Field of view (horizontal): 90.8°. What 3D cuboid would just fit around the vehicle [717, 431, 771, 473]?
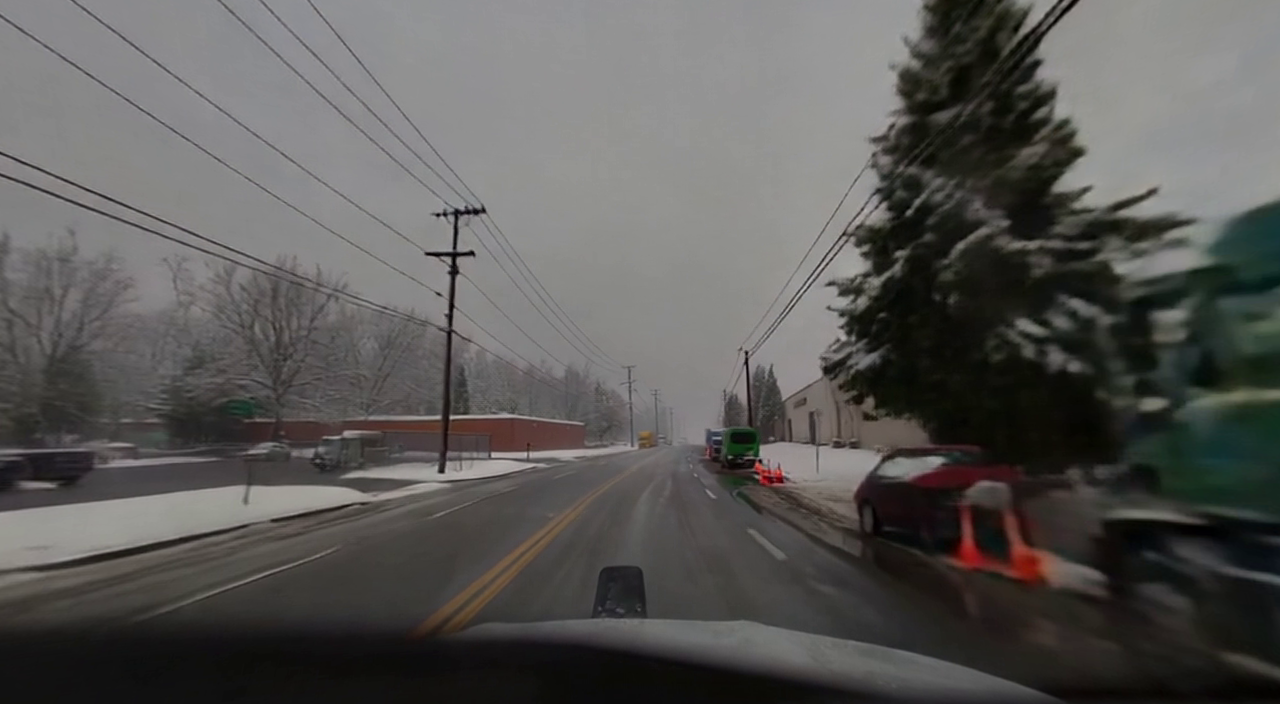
[{"bbox_3d":[5.279,5.164,32.764,2.010,1.985,5.124,-1,-8,1],"label":"vehicle"}]

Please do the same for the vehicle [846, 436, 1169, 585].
[{"bbox_3d":[4.559,1.968,8.747,1.918,1.543,4.028,0,-8,-2],"label":"vehicle"}]

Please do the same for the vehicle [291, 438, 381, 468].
[{"bbox_3d":[-17.942,5.964,37.644,2.102,1.628,5.130,-2,-8,10],"label":"vehicle"}]

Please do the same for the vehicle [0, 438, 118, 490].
[{"bbox_3d":[-23.270,4.264,24.251,4.417,1.867,2.030,1,-8,-6],"label":"vehicle"}]

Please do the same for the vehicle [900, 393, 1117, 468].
[{"bbox_3d":[12.805,2.822,22.387,6.092,2.433,2.196,-1,-8,5],"label":"vehicle"}]

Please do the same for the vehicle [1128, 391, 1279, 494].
[{"bbox_3d":[11.460,1.593,10.953,1.913,1.672,4.770,2,-8,-5],"label":"vehicle"}]
